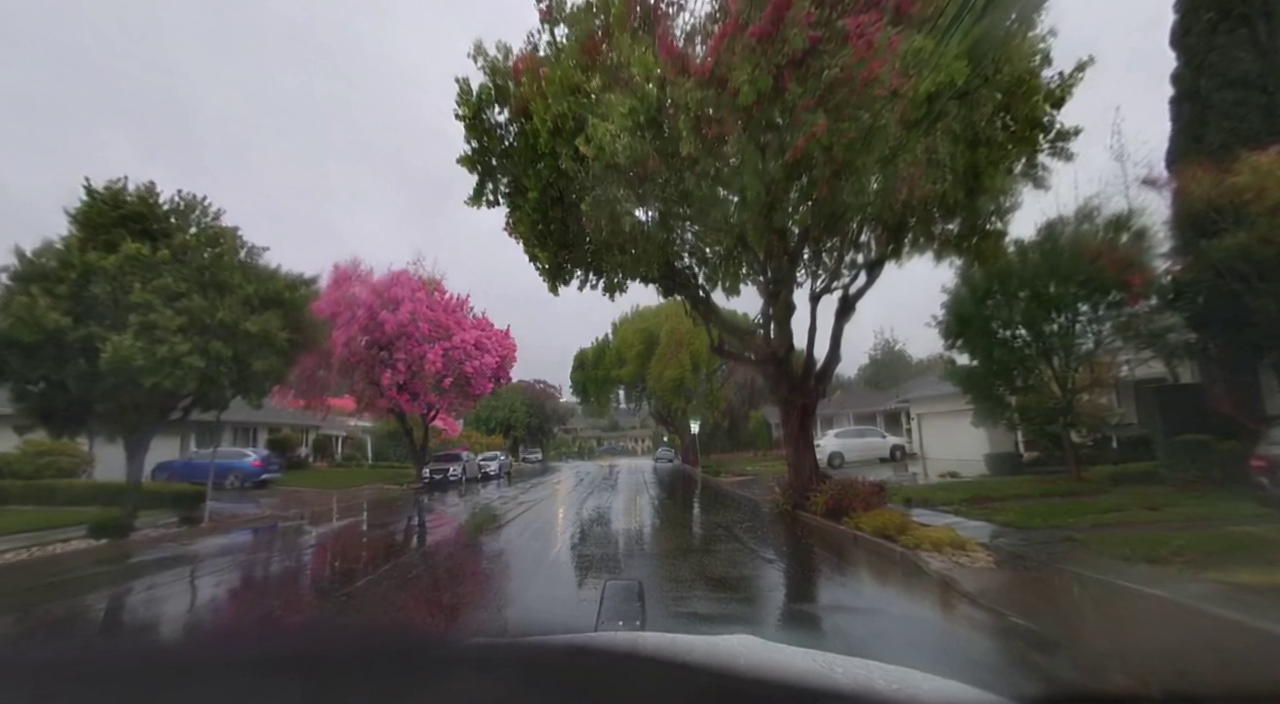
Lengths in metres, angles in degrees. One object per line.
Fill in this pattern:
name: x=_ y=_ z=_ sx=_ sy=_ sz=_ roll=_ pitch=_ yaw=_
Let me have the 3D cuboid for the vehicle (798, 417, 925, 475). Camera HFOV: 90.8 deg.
vehicle: x=8.486 y=3.649 z=24.493 sx=4.025 sy=1.738 sz=1.920 roll=-6 pitch=-9 yaw=-1

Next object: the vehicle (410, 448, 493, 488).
vehicle: x=-7.741 y=4.806 z=26.467 sx=2.034 sy=1.493 sz=4.524 roll=0 pitch=-9 yaw=1

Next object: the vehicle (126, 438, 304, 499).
vehicle: x=-14.383 y=3.956 z=21.616 sx=4.538 sy=1.687 sz=1.955 roll=4 pitch=-9 yaw=-1
